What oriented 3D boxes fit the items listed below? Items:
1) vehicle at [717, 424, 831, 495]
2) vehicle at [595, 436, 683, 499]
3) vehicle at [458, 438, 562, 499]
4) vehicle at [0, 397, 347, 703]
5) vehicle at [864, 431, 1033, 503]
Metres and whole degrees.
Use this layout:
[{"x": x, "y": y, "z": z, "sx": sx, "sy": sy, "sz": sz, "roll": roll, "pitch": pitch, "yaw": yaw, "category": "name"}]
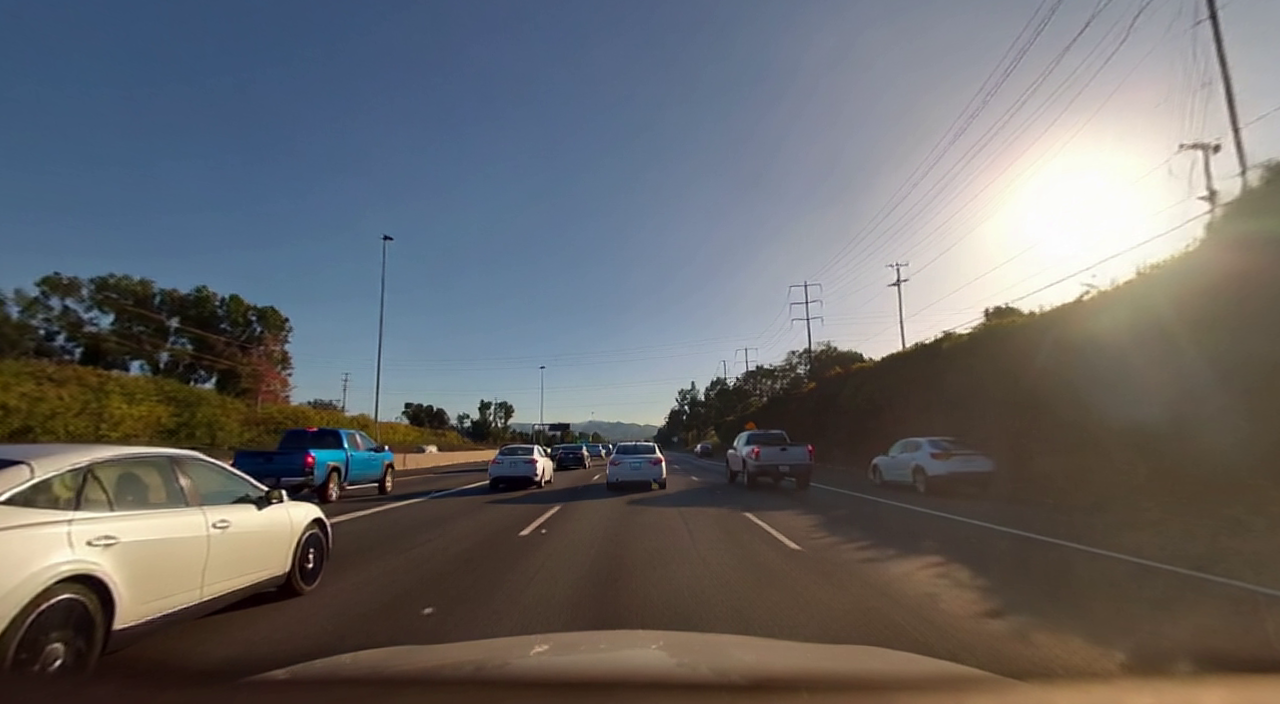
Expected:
[{"x": 3.768, "y": 3.155, "z": 18.917, "sx": 2.113, "sy": 1.800, "sz": 5.376, "roll": 0, "pitch": -8, "yaw": -1, "category": "vehicle"}, {"x": -0.053, "y": 3.088, "z": 17.421, "sx": 2.102, "sy": 1.499, "sz": 4.439, "roll": 0, "pitch": -8, "yaw": -1, "category": "vehicle"}, {"x": -3.385, "y": 3.105, "z": 17.272, "sx": 1.899, "sy": 1.437, "sz": 4.131, "roll": 0, "pitch": -8, "yaw": 1, "category": "vehicle"}, {"x": -3.749, "y": 1.060, "z": 3.537, "sx": 1.955, "sy": 1.481, "sz": 4.604, "roll": 0, "pitch": -8, "yaw": 1, "category": "vehicle"}, {"x": 7.904, "y": 2.968, "z": 16.858, "sx": 1.969, "sy": 1.608, "sz": 4.865, "roll": 0, "pitch": -8, "yaw": -1, "category": "vehicle"}]
